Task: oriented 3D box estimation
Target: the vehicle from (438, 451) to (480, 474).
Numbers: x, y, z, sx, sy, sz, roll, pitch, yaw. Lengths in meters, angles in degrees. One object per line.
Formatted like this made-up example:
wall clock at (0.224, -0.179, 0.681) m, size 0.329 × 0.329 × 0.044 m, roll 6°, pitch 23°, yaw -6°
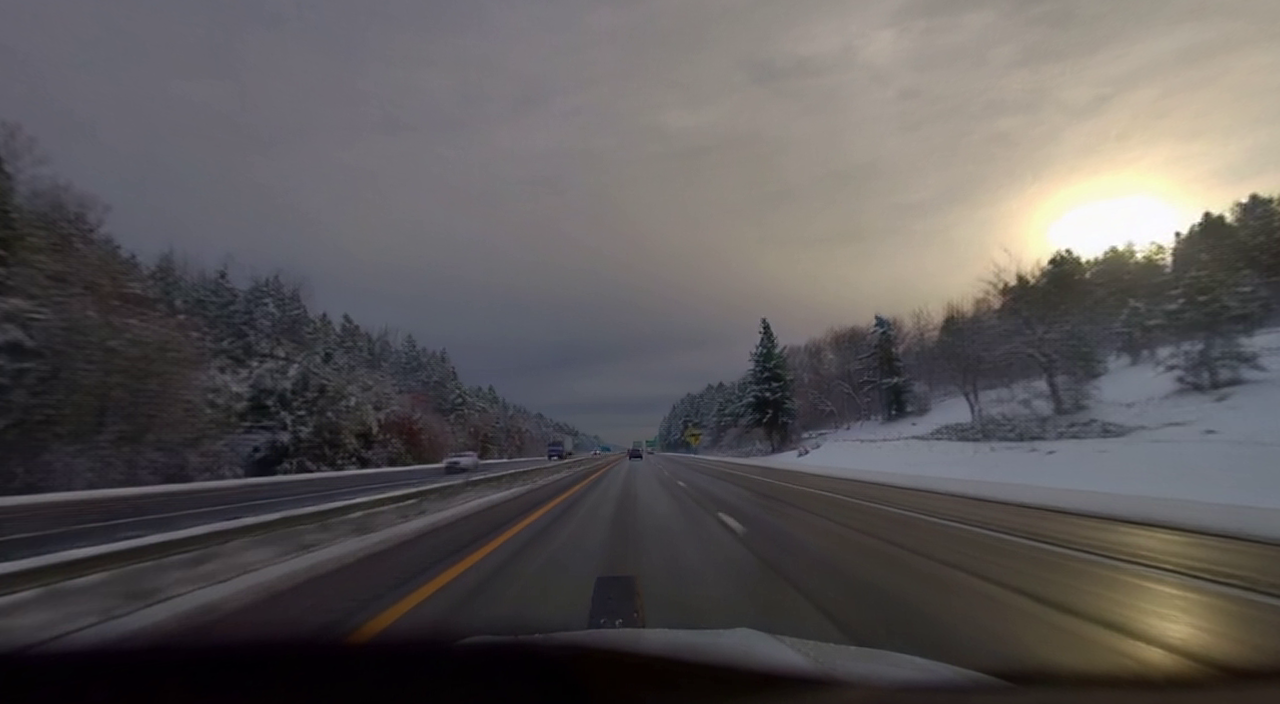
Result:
vehicle at (-13.238, 8.113, 46.337) m, size 1.862 × 1.574 × 4.185 m, roll 0°, pitch -9°, yaw 0°
